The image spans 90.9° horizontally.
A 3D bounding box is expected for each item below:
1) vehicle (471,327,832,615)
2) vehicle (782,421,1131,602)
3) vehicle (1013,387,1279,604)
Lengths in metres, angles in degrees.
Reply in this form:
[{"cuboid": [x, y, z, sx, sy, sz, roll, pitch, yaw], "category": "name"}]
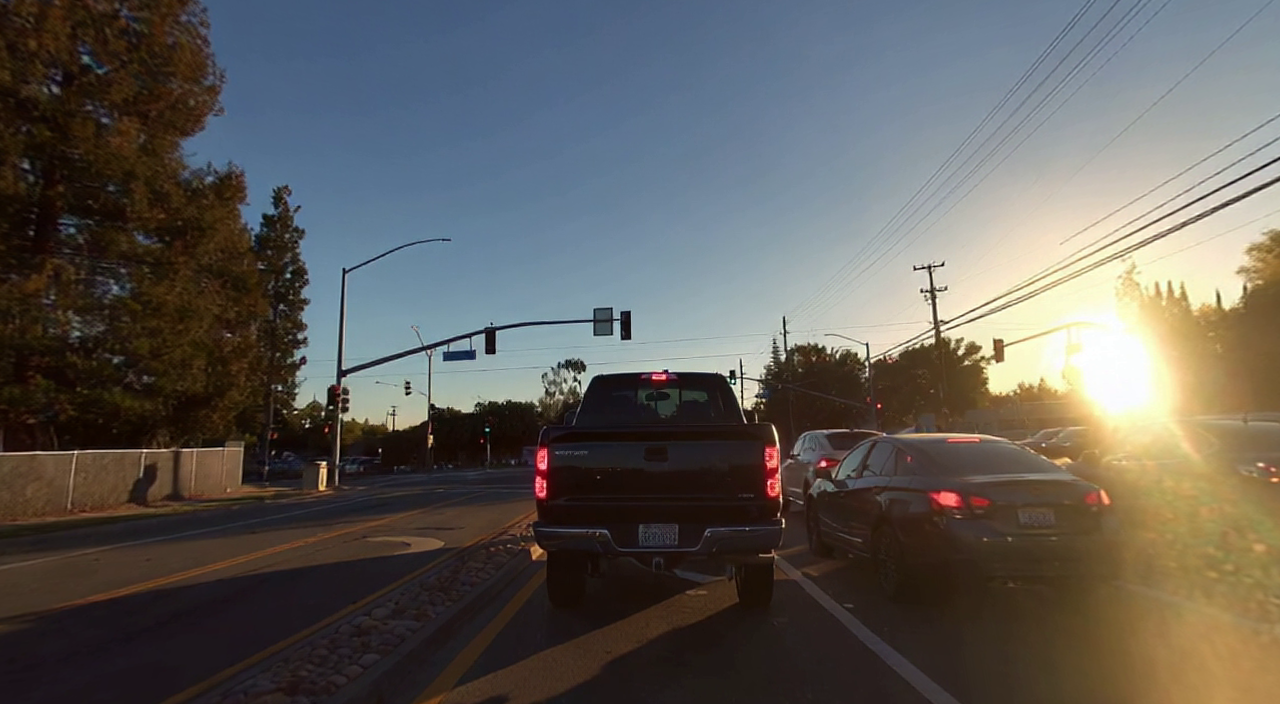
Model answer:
[{"cuboid": [0.120, 1.375, 8.143, 2.831, 2.284, 6.149, 0, -8, 1], "category": "vehicle"}, {"cuboid": [3.117, 1.638, 7.375, 1.993, 1.495, 4.060, 0, -8, 1], "category": "vehicle"}, {"cuboid": [6.155, 1.366, 6.471, 1.982, 1.727, 4.352, 0, -8, 1], "category": "vehicle"}]
